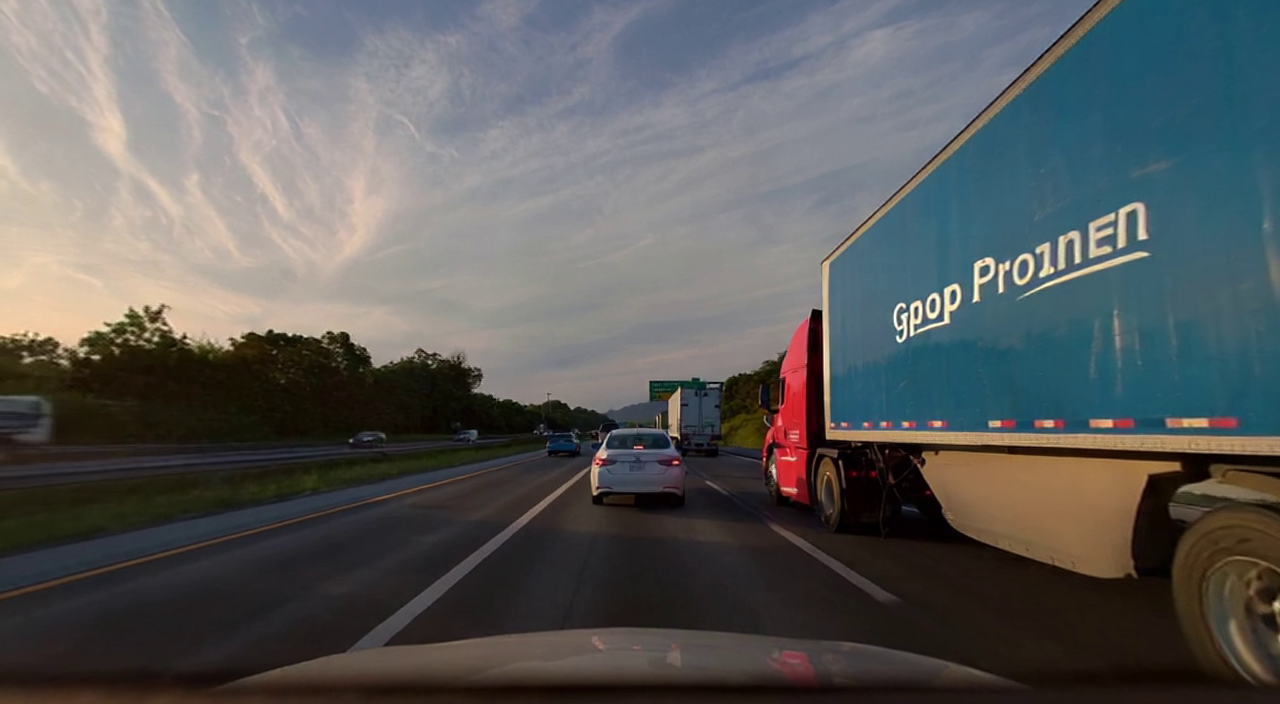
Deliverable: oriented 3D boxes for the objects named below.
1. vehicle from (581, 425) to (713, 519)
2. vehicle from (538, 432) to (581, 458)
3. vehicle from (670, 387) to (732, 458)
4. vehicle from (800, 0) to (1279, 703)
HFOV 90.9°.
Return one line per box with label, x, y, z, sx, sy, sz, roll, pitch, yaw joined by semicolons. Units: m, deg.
vehicle;0.079;2.089;11.543;2.021;1.435;3.611;0;-8;-1
vehicle;-4.717;5.477;37.399;1.983;1.434;4.451;0;-8;0
vehicle;3.827;4.971;43.278;2.869;4.067;13.731;0;-8;0
vehicle;4.138;-0.240;3.343;2.816;4.070;14.136;0;-8;0
